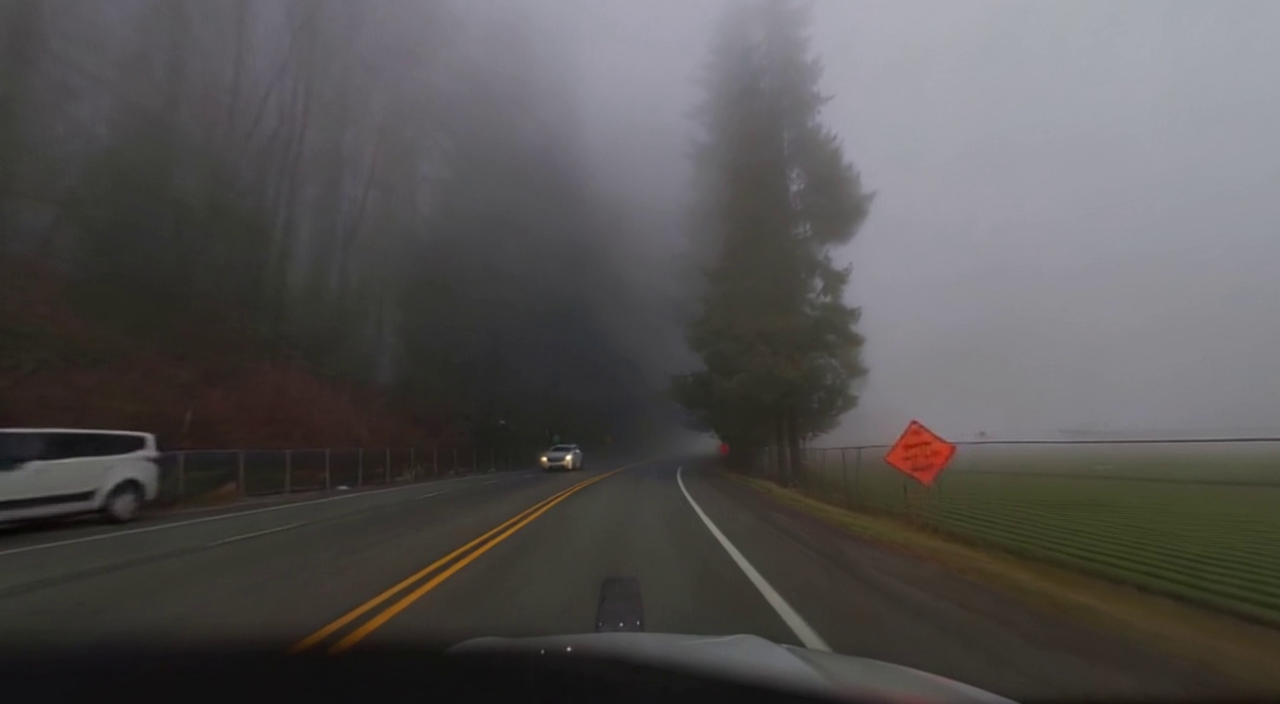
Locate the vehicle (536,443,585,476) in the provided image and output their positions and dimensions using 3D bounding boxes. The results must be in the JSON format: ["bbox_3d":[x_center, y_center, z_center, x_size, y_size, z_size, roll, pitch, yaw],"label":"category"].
[{"bbox_3d":[-3.884,5.345,31.518,1.737,1.525,3.760,-1,-9,4],"label":"vehicle"}]

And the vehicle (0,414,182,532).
[{"bbox_3d":[-12.237,2.338,12.336,2.244,2.022,6.102,-2,-8,-2],"label":"vehicle"}]
